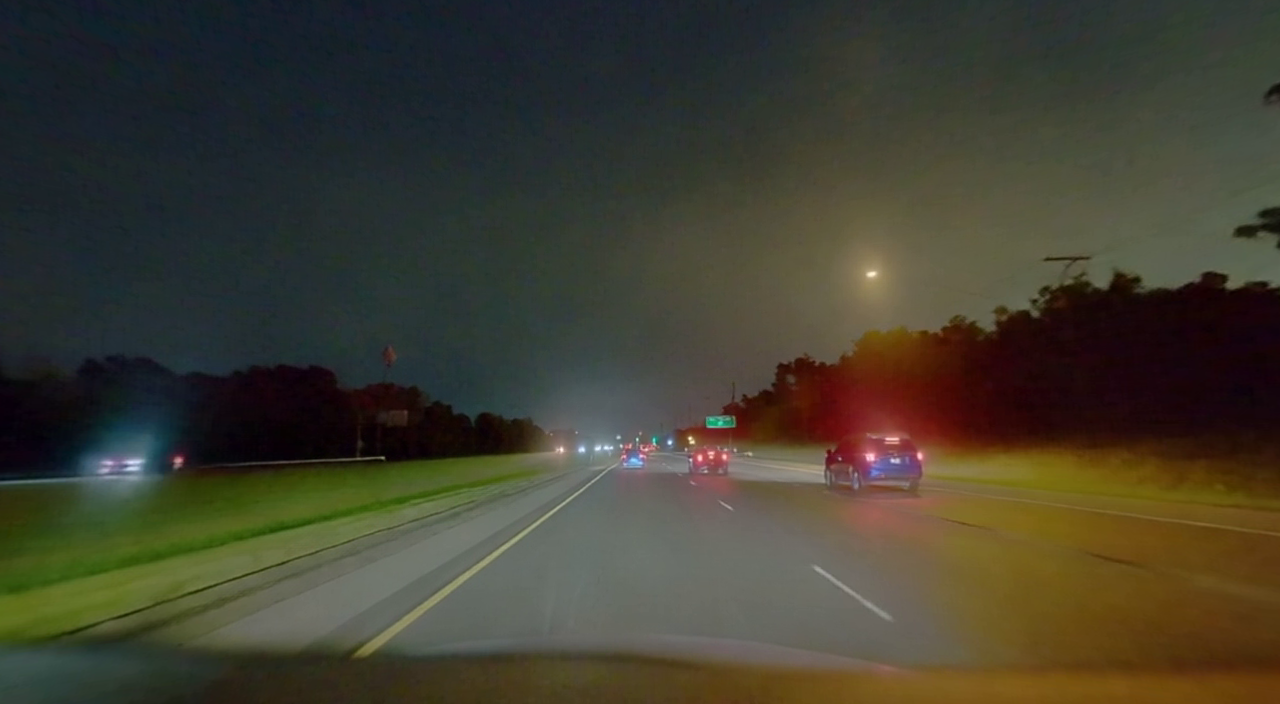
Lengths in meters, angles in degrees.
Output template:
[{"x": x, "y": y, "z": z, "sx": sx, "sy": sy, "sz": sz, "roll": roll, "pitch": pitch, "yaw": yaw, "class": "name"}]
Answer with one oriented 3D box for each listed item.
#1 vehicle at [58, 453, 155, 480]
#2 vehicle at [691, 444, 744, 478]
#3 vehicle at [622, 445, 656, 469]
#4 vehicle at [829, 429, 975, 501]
[{"x": -32.581, "y": 7.005, "z": 38.798, "sx": 1.860, "sy": 1.489, "sz": 4.676, "roll": 0, "pitch": -9, "yaw": 0, "class": "vehicle"}, {"x": 3.655, "y": 5.222, "z": 30.580, "sx": 1.978, "sy": 1.488, "sz": 4.252, "roll": 0, "pitch": -9, "yaw": -1, "class": "vehicle"}, {"x": -0.094, "y": 6.755, "z": 40.732, "sx": 2.085, "sy": 1.449, "sz": 3.860, "roll": 0, "pitch": -9, "yaw": 0, "class": "vehicle"}, {"x": 7.333, "y": 3.208, "z": 18.384, "sx": 2.114, "sy": 1.800, "sz": 4.779, "roll": 0, "pitch": -9, "yaw": -1, "class": "vehicle"}]
